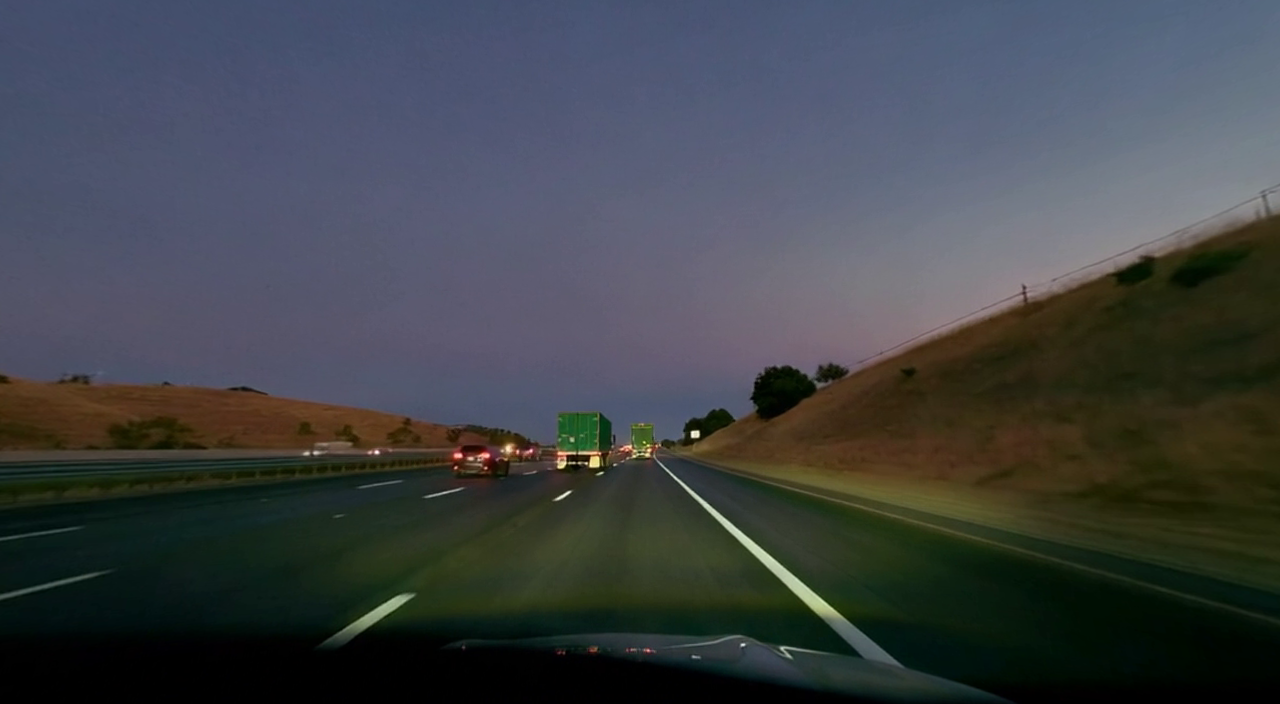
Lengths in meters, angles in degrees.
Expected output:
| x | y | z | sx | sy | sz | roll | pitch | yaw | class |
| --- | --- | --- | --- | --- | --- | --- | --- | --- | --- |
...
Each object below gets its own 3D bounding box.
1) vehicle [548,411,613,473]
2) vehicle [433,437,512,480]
| x | y | z | sx | sy | sz | roll | pitch | yaw | class |
| --- | --- | --- | --- | --- | --- | --- | --- | --- | --- |
| -3.420 | 5.622 | 39.125 | 2.789 | 3.271 | 10.894 | 0 | -9 | 1 | vehicle |
| -7.363 | 4.749 | 28.256 | 2.125 | 1.725 | 4.715 | 0 | -9 | 1 | vehicle |
